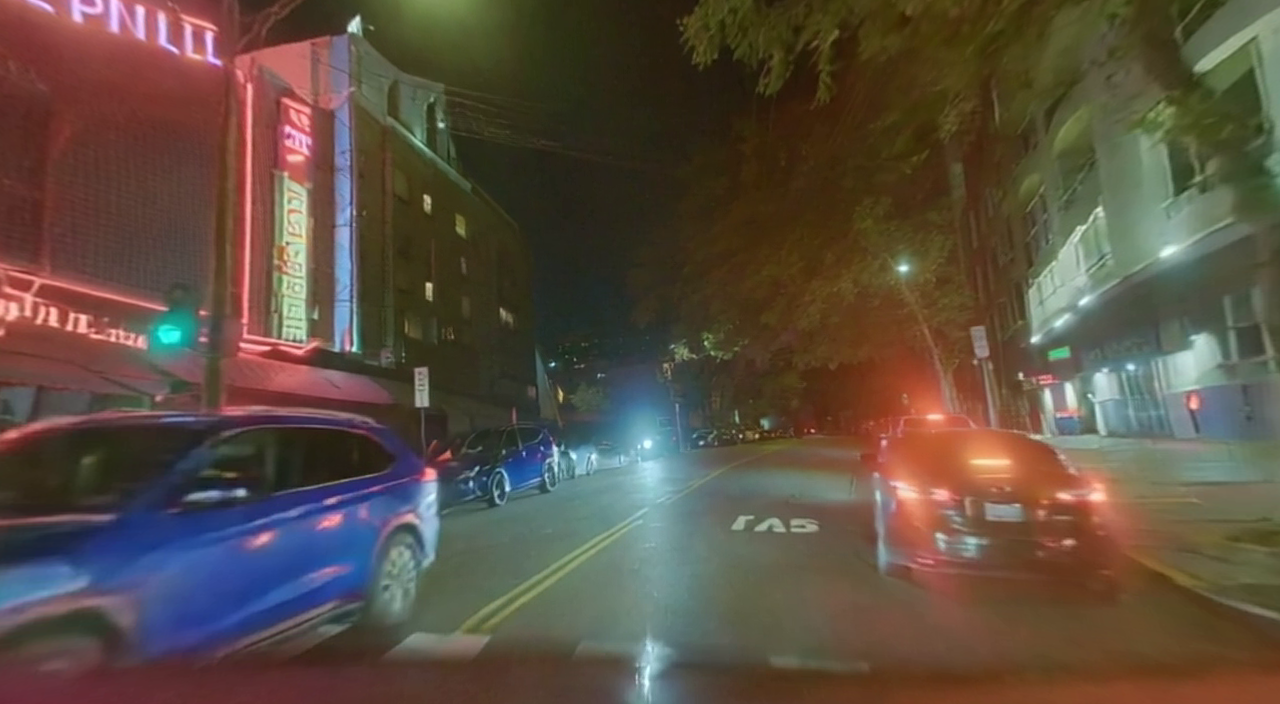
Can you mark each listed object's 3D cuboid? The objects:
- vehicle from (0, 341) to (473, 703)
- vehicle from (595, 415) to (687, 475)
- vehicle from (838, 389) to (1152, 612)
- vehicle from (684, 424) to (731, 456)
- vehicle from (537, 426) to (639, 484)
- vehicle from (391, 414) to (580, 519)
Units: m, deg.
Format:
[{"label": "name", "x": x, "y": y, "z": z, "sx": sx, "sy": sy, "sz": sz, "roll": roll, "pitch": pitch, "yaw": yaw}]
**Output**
[{"label": "vehicle", "x": -2.982, "y": 1.046, "z": 3.446, "sx": 2.181, "sy": 1.723, "sz": 4.692, "roll": -3, "pitch": -9, "yaw": 10}, {"label": "vehicle", "x": 0.197, "y": 3.968, "z": 27.758, "sx": 2.260, "sy": 2.136, "sz": 5.669, "roll": -7, "pitch": -7, "yaw": 17}, {"label": "vehicle", "x": 3.190, "y": 1.346, "z": 6.636, "sx": 1.892, "sy": 1.481, "sz": 4.365, "roll": -4, "pitch": -9, "yaw": 19}, {"label": "vehicle", "x": 4.412, "y": 5.604, "z": 40.585, "sx": 1.948, "sy": 1.693, "sz": 4.325, "roll": -7, "pitch": -7, "yaw": 19}, {"label": "vehicle", "x": -1.711, "y": 3.582, "z": 22.165, "sx": 1.960, "sy": 1.765, "sz": 4.343, "roll": -4, "pitch": -9, "yaw": 19}, {"label": "vehicle", "x": -3.742, "y": 2.814, "z": 16.560, "sx": 2.120, "sy": 2.078, "sz": 5.403, "roll": -8, "pitch": -7, "yaw": 18}]
